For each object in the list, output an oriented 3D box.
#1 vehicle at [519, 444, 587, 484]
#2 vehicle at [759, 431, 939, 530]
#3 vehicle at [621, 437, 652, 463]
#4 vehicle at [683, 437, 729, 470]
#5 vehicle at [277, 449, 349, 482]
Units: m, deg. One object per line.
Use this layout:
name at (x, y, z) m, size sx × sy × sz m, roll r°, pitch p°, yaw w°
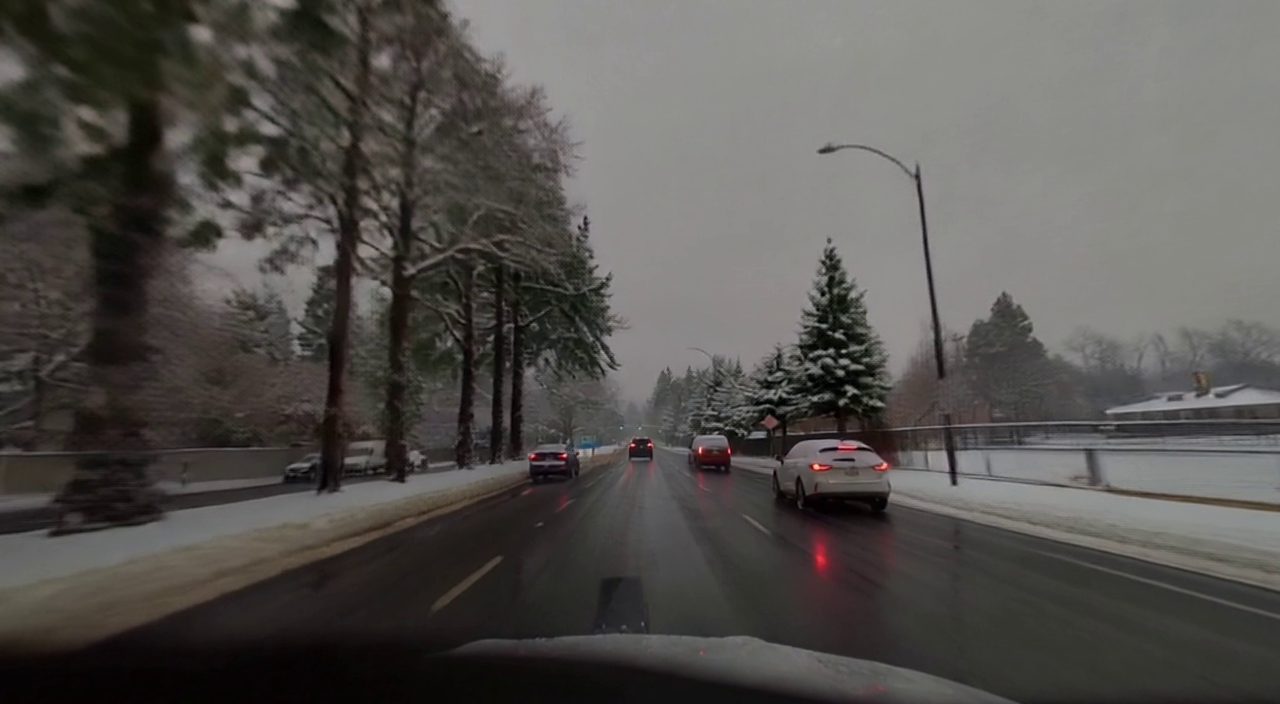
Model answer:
vehicle at (-3.189, 4.177, 23.899) m, size 2.013 × 1.354 × 3.908 m, roll 0°, pitch -8°, yaw 0°
vehicle at (3.619, 2.283, 11.867) m, size 1.919 × 1.502 × 4.232 m, roll 0°, pitch -8°, yaw 0°
vehicle at (-0.284, 7.431, 47.915) m, size 2.247 × 1.882 × 4.603 m, roll 0°, pitch -8°, yaw -1°
vehicle at (3.550, 5.542, 34.649) m, size 1.980 × 1.709 × 4.367 m, roll 0°, pitch -8°, yaw -1°
vehicle at (-22.409, 7.744, 43.470) m, size 2.159 × 1.908 × 5.564 m, roll -2°, pitch -8°, yaw -1°
